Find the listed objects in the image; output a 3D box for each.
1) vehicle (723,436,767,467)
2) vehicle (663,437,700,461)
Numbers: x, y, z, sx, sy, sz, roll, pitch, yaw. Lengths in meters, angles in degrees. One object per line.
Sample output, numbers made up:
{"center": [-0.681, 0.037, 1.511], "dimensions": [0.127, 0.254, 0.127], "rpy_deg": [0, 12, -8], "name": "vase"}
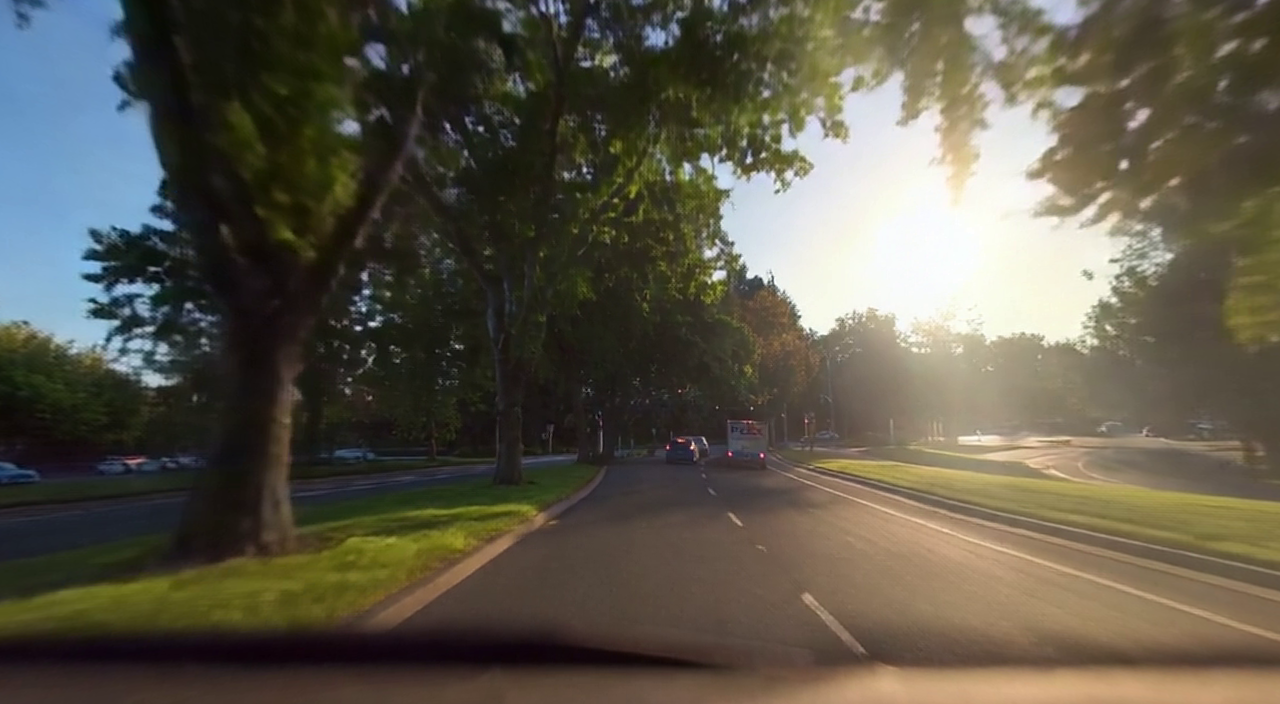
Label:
{"center": [5.539, 5.274, 33.618], "dimensions": [1.989, 1.497, 4.436], "rpy_deg": [-1, -9, 6], "name": "vehicle"}
{"center": [2.768, 6.291, 40.960], "dimensions": [2.066, 1.482, 4.273], "rpy_deg": [-1, -9, 8], "name": "vehicle"}
